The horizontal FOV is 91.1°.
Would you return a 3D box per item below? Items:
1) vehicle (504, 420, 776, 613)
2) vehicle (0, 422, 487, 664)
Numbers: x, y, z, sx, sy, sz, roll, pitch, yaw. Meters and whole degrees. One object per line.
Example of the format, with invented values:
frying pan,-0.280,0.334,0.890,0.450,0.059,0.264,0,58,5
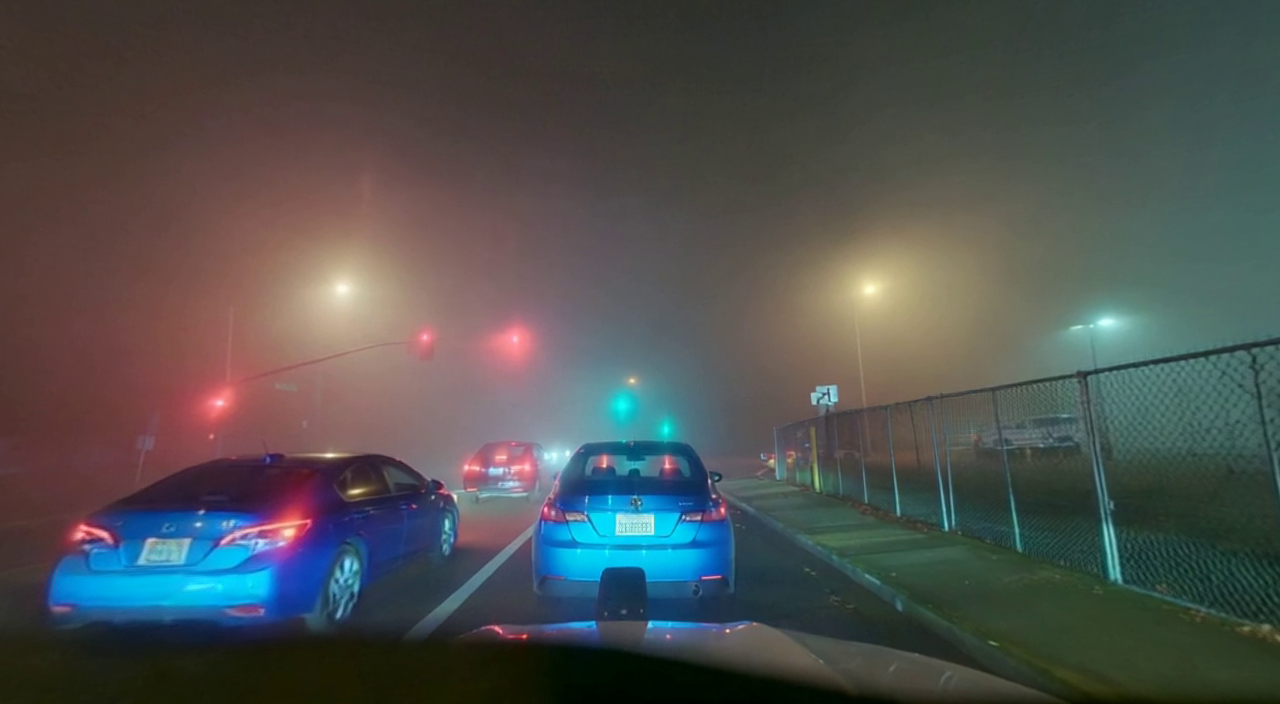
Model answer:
vehicle,-0.003,1.613,7.080,2.144,1.514,4.063,0,-9,0
vehicle,-3.159,1.537,6.280,1.971,1.488,4.581,0,-9,2
